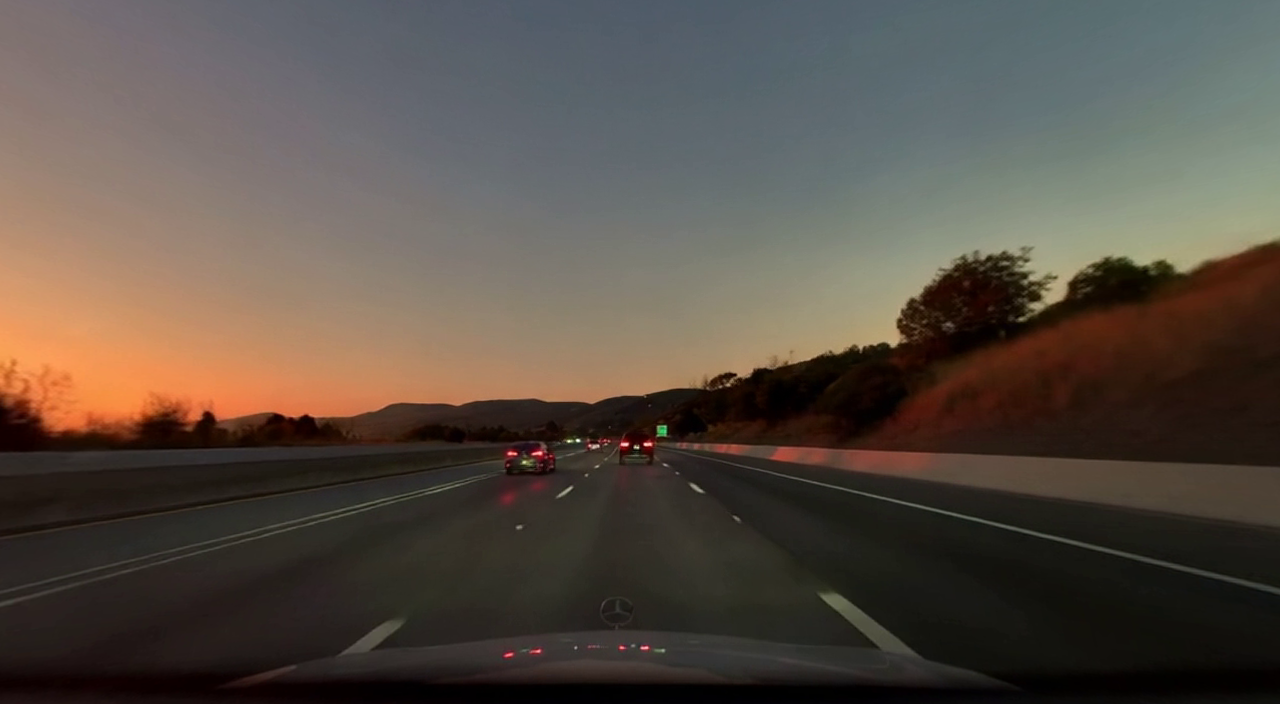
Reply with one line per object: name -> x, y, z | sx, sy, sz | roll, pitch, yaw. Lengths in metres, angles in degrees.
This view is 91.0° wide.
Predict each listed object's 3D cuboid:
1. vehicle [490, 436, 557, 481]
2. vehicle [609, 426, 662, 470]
vehicle -> -4.428, 4.089, 24.424 | 1.945, 1.550, 3.780 | -1, -8, -1
vehicle -> -0.268, 4.684, 30.820 | 2.382, 1.973, 4.439 | -1, -8, -2
